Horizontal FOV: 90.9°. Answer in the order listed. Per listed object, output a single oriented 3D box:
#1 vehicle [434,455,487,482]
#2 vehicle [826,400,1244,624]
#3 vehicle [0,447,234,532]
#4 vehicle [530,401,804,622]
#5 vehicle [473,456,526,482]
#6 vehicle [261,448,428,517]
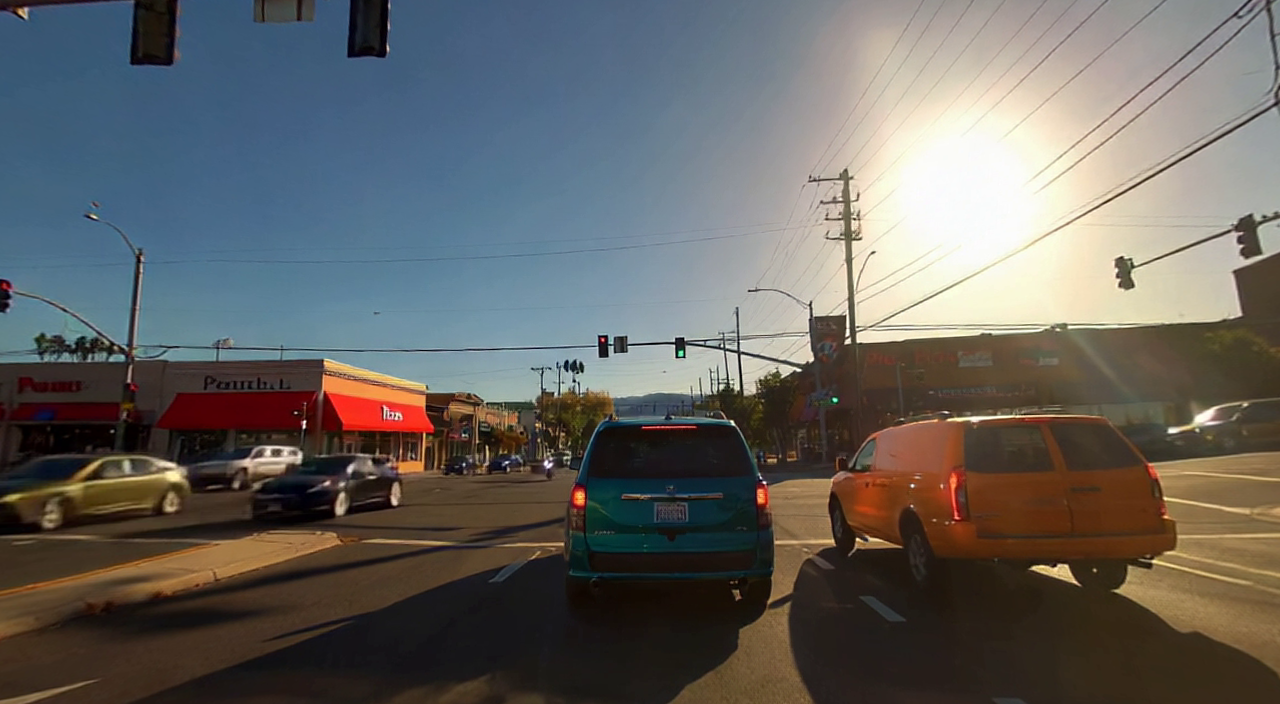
[{"bbox_3d":[-12.445,8.097,44.065,1.943,1.680,4.709,-1,-8,6],"label":"vehicle"},{"bbox_3d":[3.605,1.516,6.934,1.976,1.664,4.189,-1,-8,2],"label":"vehicle"},{"bbox_3d":[-11.526,2.828,13.729,1.958,1.493,4.795,-1,-8,3],"label":"vehicle"},{"bbox_3d":[0.259,1.506,6.827,2.098,1.682,3.778,0,-8,2],"label":"vehicle"},{"bbox_3d":[-8.909,7.503,40.530,1.911,1.461,4.691,-1,-8,6],"label":"vehicle"},{"bbox_3d":[-7.201,3.187,15.973,1.924,1.453,4.343,-1,-8,3],"label":"vehicle"}]
